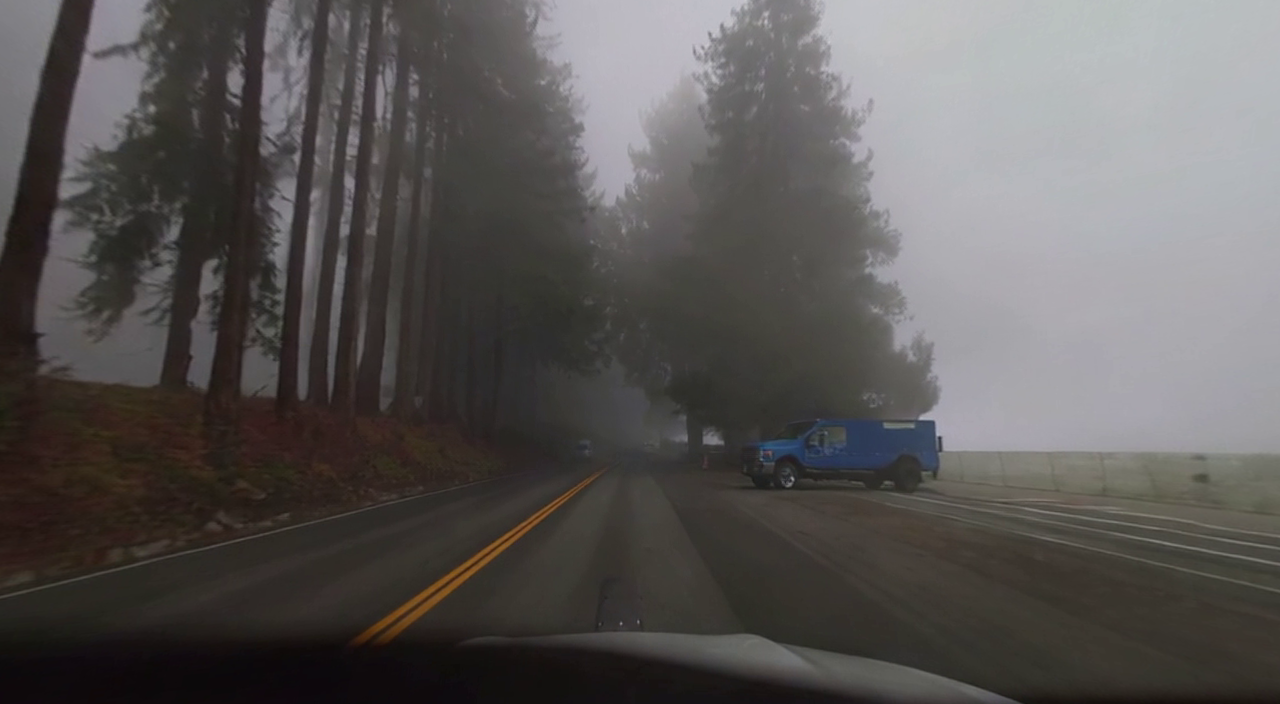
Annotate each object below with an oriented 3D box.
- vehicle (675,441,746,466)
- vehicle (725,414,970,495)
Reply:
[{"bbox_3d":[5.032,7.319,45.471,4.791,1.706,1.963,1,-9,-5],"label":"vehicle"},{"bbox_3d":[6.233,3.168,19.776,6.645,2.298,2.763,0,-9,-3],"label":"vehicle"}]
